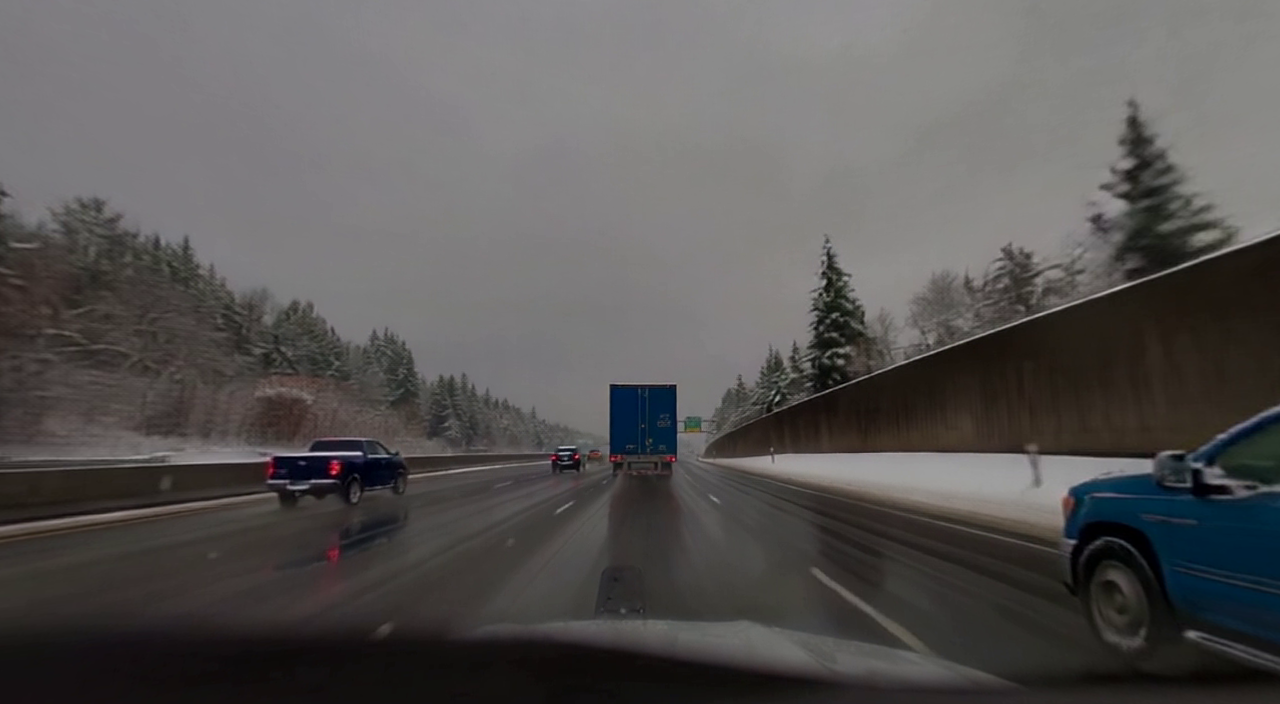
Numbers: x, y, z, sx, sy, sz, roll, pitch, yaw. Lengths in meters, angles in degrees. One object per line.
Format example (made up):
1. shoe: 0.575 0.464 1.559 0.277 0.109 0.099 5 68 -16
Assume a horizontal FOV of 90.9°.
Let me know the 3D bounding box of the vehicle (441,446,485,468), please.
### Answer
1. vehicle: -13.146 7.842 47.054 2.003 1.516 3.922 -1 -9 3

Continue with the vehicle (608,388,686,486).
1. vehicle: 0.197 3.976 28.758 2.915 3.661 9.741 0 -9 -1

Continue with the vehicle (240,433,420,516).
1. vehicle: -6.799 2.729 14.420 2.005 1.607 4.042 0 -9 1

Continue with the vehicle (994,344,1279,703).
1. vehicle: 3.692 0.776 2.304 2.205 1.689 4.403 0 -9 0

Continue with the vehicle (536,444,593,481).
1. vehicle: -3.301 4.944 28.275 2.020 1.505 4.171 0 -9 1
